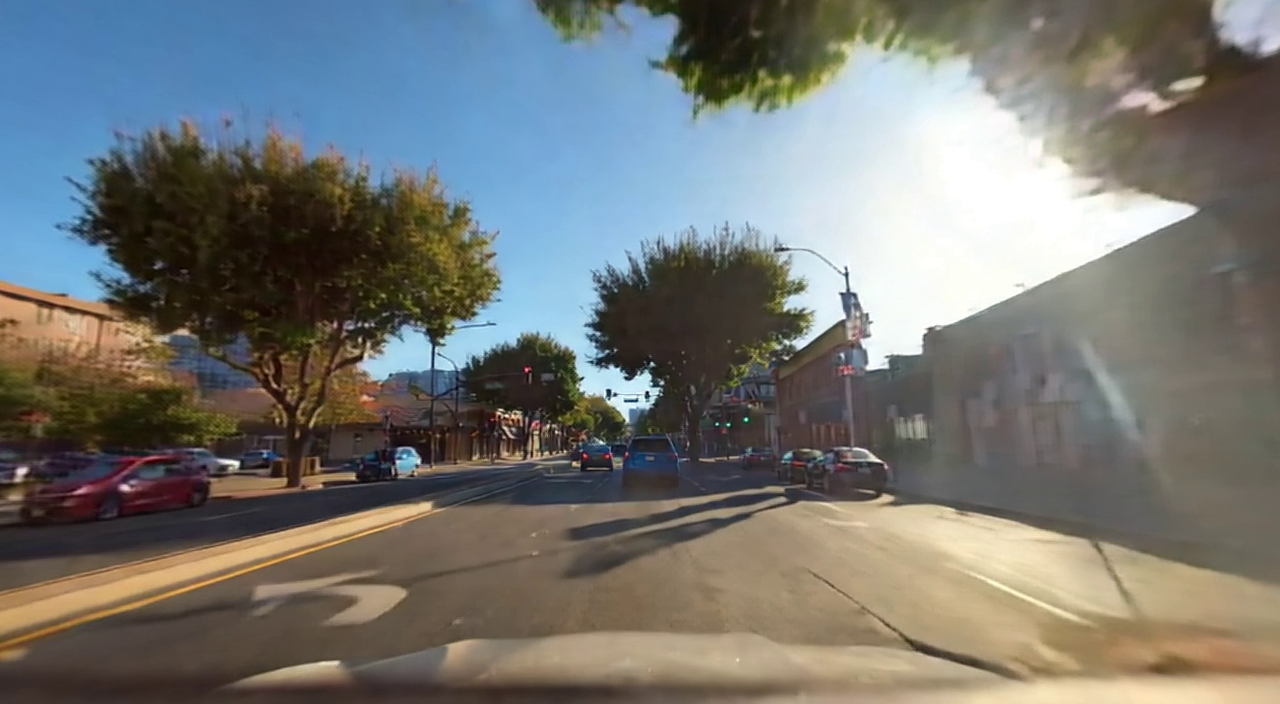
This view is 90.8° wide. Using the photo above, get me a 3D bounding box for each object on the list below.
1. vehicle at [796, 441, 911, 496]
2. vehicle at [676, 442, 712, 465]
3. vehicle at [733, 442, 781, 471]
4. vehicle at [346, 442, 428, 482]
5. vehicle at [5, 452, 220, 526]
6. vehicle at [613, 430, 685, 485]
[{"bbox_3d":[6.448,3.564,19.724,2.048,1.484,4.709,0,-8,1],"label":"vehicle"},{"bbox_3d":[3.714,7.064,44.203,2.209,1.478,4.138,0,-8,0],"label":"vehicle"},{"bbox_3d":[6.696,6.024,36.603,1.986,1.515,4.265,0,-9,0],"label":"vehicle"},{"bbox_3d":[-13.496,5.870,34.109,2.197,1.985,5.183,0,-8,1],"label":"vehicle"},{"bbox_3d":[-13.775,3.546,16.949,1.934,1.639,4.387,0,-8,0],"label":"vehicle"},{"bbox_3d":[0.287,3.822,23.202,2.382,1.796,4.610,0,-8,0],"label":"vehicle"}]
